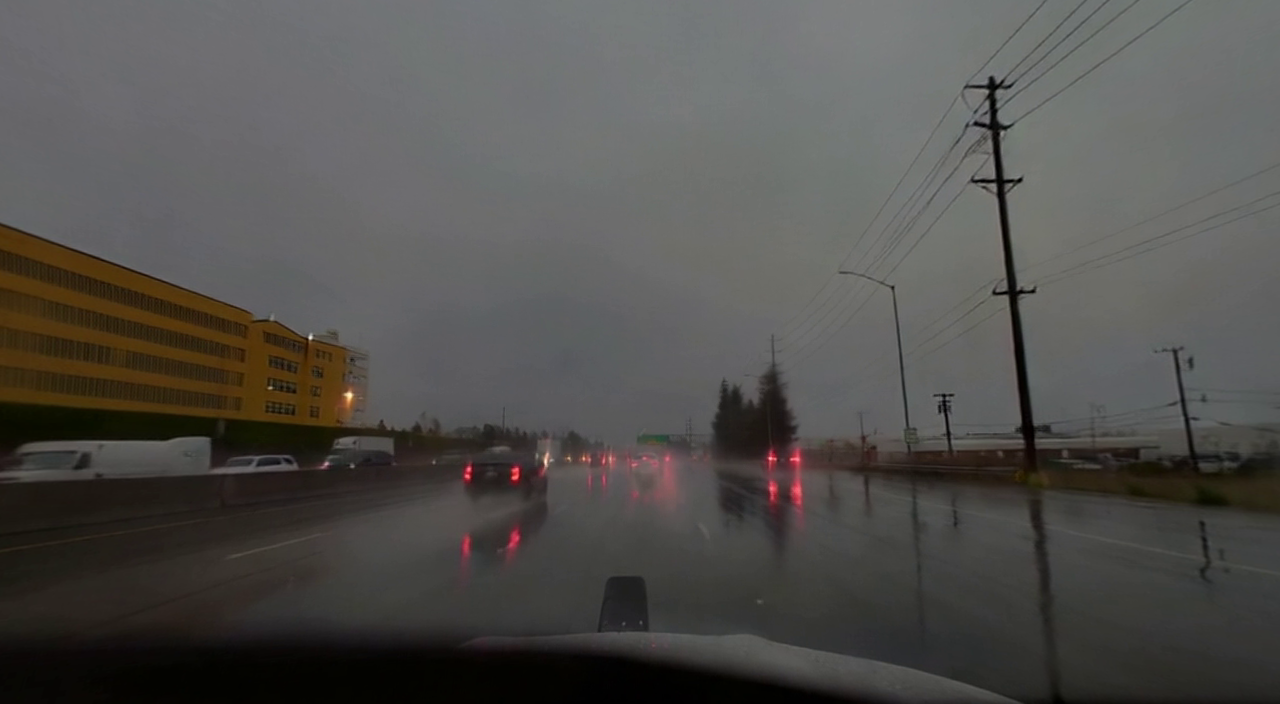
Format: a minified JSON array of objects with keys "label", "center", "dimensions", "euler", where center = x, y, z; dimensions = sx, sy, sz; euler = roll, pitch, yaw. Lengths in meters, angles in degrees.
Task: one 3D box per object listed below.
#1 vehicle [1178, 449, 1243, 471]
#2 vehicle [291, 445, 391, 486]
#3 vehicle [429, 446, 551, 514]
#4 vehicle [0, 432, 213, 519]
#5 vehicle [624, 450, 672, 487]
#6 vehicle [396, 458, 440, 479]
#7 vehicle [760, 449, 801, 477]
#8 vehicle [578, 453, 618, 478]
[{"label":"vehicle","center":[43.527,8.251,48.113],"dimensions":[3.458,1.409,1.632],"euler":[-2,-8,-6]},{"label":"vehicle","center":[-12.406,4.705,26.565],"dimensions":[1.991,1.537,4.464],"euler":[-1,-8,0]},{"label":"vehicle","center":[-3.772,3.299,16.835],"dimensions":[2.059,1.508,4.662],"euler":[-1,-8,1]},{"label":"vehicle","center":[-12.774,2.813,14.927],"dimensions":[2.037,1.712,4.530],"euler":[-1,-8,1]},{"label":"vehicle","center":[0.358,5.436,29.724],"dimensions":[2.107,1.538,3.999],"euler":[-1,-8,1]},{"label":"vehicle","center":[-16.547,8.661,47.177],"dimensions":[1.834,1.406,3.789],"euler":[0,-8,0]},{"label":"vehicle","center":[9.805,7.758,44.449],"dimensions":[2.106,1.817,4.845],"euler":[-1,-8,4]},{"label":"vehicle","center":[-2.663,7.316,40.939],"dimensions":[2.034,1.466,4.363],"euler":[-1,-8,3]}]
